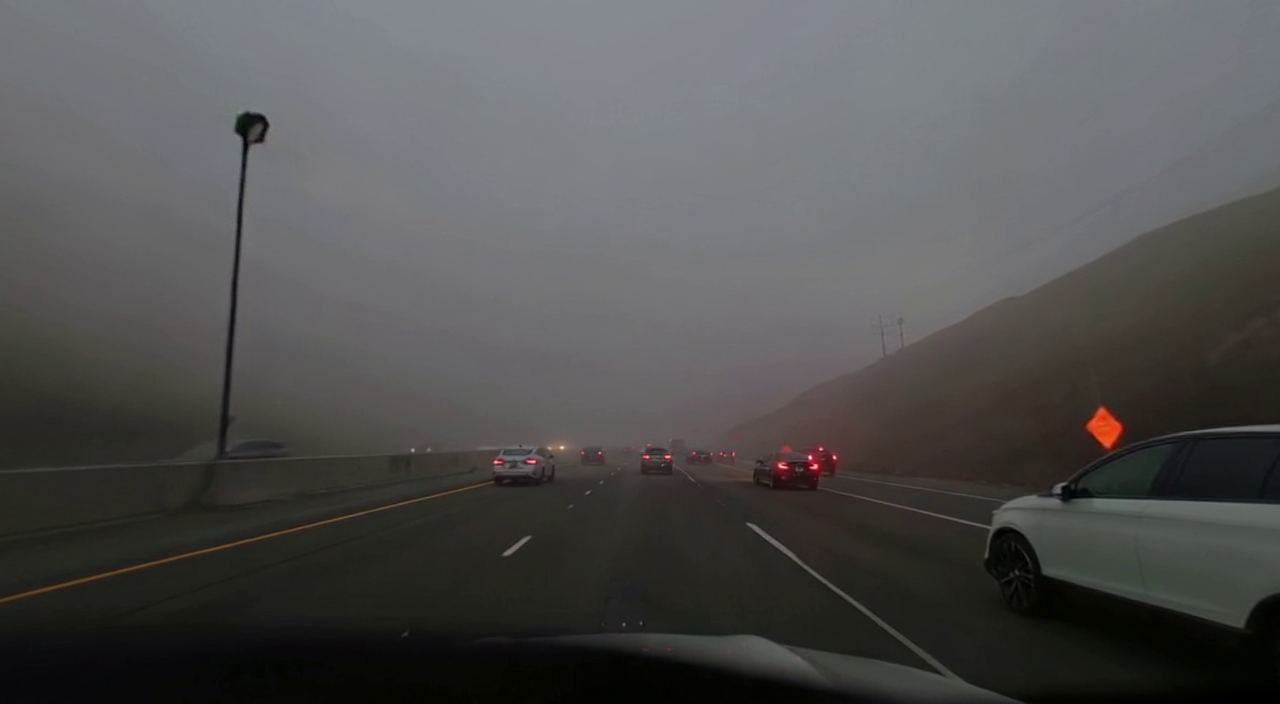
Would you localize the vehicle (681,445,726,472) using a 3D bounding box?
[{"bbox_3d":[3.621,6.173,36.787,2.177,1.453,4.205,0,-8,0],"label":"vehicle"}]

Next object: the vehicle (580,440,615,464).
[{"bbox_3d":[-3.117,7.486,47.264,2.234,1.675,4.527,-1,-8,2],"label":"vehicle"}]

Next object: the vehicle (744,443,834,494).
[{"bbox_3d":[4.755,3.753,20.766,1.867,1.465,4.093,0,-8,-2],"label":"vehicle"}]

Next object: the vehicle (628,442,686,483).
[{"bbox_3d":[0.667,4.427,25.571,2.138,1.473,4.392,0,-8,1],"label":"vehicle"}]

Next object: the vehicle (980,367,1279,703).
[{"bbox_3d":[3.853,0.915,2.873,2.018,1.670,4.658,0,-8,1],"label":"vehicle"}]

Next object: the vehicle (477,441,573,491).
[{"bbox_3d":[-3.604,3.644,20.610,2.232,1.438,4.163,-1,-8,2],"label":"vehicle"}]

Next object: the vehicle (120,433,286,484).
[{"bbox_3d":[-14.193,3.484,20.907,2.252,1.507,4.433,0,-8,1],"label":"vehicle"}]
